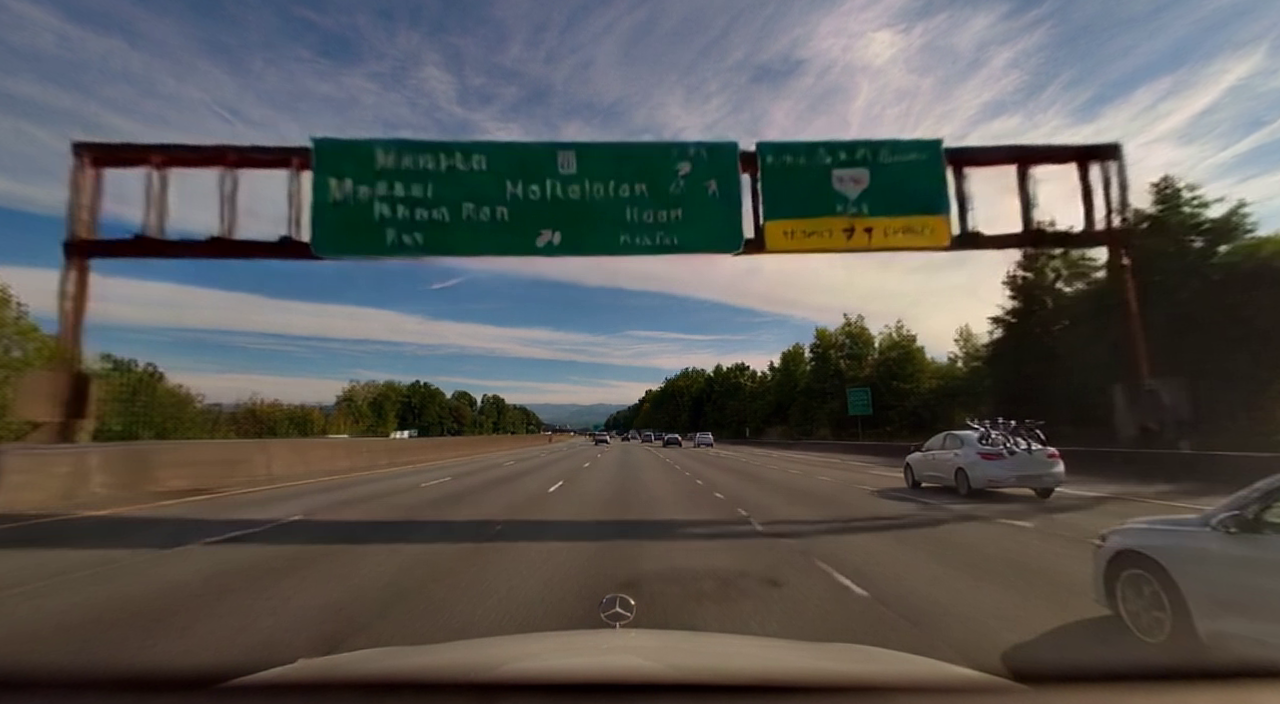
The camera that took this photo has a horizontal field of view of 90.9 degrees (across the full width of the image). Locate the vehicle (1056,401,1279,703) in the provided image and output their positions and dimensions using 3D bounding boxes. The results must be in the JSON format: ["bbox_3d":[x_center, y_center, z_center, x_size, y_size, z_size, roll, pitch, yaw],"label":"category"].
[{"bbox_3d":[3.902,0.829,1.909,2.094,1.441,4.568,0,-8,-1],"label":"vehicle"}]

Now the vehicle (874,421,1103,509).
[{"bbox_3d":[6.942,2.272,13.350,2.034,1.511,4.785,0,-8,-2],"label":"vehicle"}]
